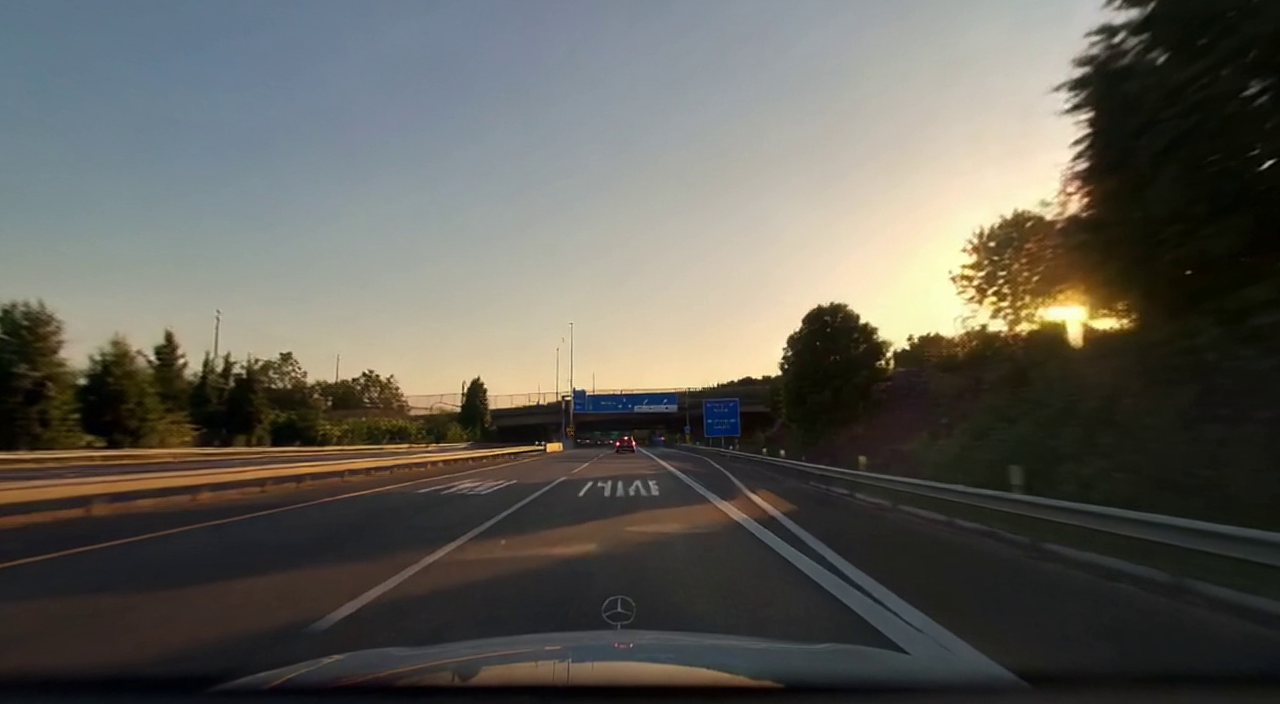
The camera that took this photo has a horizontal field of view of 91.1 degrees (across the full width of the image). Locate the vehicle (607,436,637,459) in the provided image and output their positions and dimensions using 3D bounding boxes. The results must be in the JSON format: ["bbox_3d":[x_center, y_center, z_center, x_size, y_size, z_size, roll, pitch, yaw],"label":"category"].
[{"bbox_3d":[-1.225,6.647,43.826,2.025,1.519,3.924,0,-8,-1],"label":"vehicle"}]
